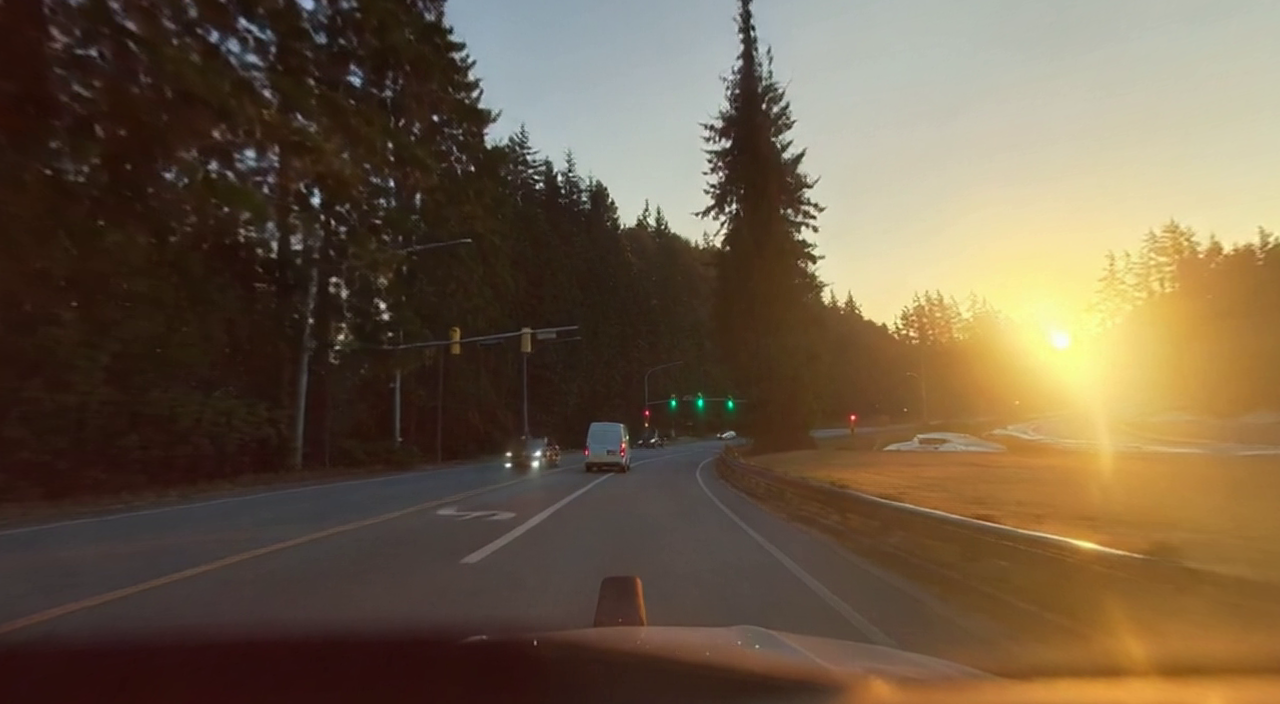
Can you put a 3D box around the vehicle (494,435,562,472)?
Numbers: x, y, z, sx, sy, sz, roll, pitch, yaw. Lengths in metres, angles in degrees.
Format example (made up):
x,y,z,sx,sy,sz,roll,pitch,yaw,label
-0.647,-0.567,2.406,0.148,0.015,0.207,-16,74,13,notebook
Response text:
x,y,z,sx,sy,sz,roll,pitch,yaw,label
-4.867,4.487,28.019,1.968,1.460,4.486,0,-8,3,vehicle

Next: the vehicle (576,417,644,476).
x,y,z,sx,sy,sz,roll,pitch,yaw,label
-1.129,4.010,26.834,2.362,2.185,5.212,0,-8,3,vehicle
